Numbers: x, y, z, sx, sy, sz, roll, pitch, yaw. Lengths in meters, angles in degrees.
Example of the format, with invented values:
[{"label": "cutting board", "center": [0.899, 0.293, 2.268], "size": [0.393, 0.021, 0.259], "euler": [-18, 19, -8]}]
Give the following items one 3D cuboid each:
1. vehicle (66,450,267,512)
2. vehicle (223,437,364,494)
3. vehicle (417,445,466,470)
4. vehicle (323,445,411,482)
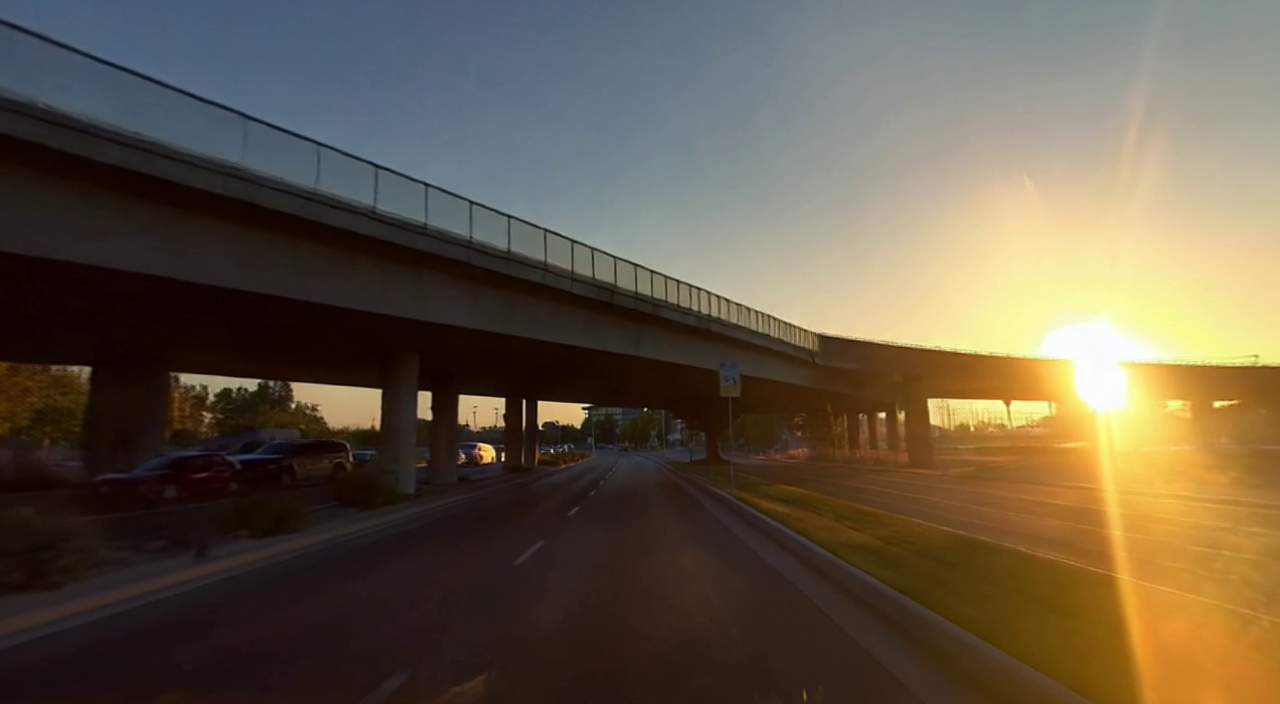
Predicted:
[{"label": "vehicle", "center": [-13.367, 3.617, 18.361], "size": [2.156, 1.489, 4.758], "euler": [-1, -8, 0]}, {"label": "vehicle", "center": [-13.026, 4.270, 24.300], "size": [2.064, 1.809, 5.545], "euler": [2, -8, 2]}, {"label": "vehicle", "center": [-13.162, 6.997, 42.265], "size": [1.907, 1.553, 4.683], "euler": [0, -8, -2]}, {"label": "vehicle", "center": [-13.040, 5.334, 30.575], "size": [2.074, 1.529, 5.079], "euler": [1, -8, -1]}]
